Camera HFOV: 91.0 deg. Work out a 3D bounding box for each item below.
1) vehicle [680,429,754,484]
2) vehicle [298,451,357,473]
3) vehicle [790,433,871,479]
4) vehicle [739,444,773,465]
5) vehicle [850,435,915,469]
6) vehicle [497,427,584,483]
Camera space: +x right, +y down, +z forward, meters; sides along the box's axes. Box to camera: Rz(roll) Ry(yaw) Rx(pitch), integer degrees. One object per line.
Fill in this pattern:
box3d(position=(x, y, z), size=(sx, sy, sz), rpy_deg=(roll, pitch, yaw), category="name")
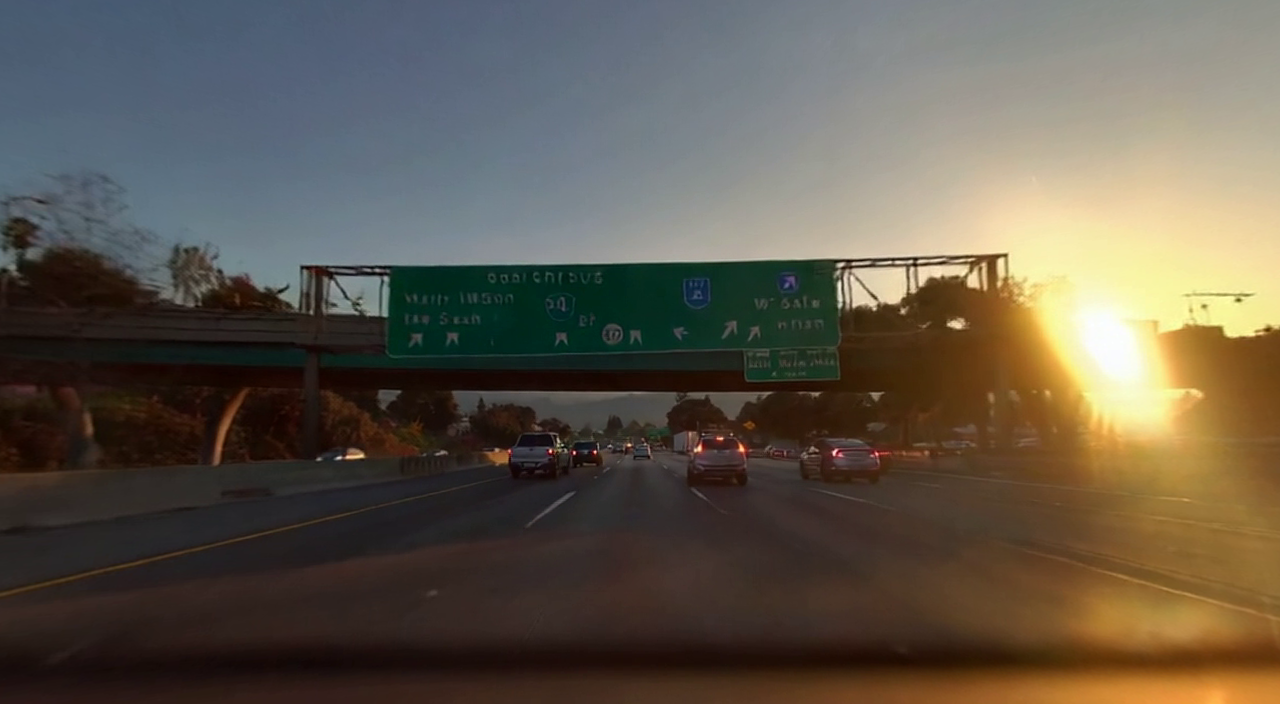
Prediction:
box3d(position=(2.554, 3.589, 21.853), size=(2.181, 1.728, 3.970), rpy_deg=(0, -9, 2), category="vehicle")
box3d(position=(-23.708, 8.345, 47.960), size=(1.968, 1.518, 4.676), rpy_deg=(0, -9, 2), category="vehicle")
box3d(position=(7.602, 4.200, 25.593), size=(2.022, 1.682, 4.226), rpy_deg=(0, -9, 1), category="vehicle")
box3d(position=(8.558, 7.576, 46.784), size=(1.815, 1.479, 3.892), rpy_deg=(0, -9, 1), category="vehicle")
box3d(position=(13.467, 5.577, 35.230), size=(2.010, 1.765, 4.375), rpy_deg=(0, -9, 2), category="vehicle")
box3d(position=(-3.430, 3.687, 22.763), size=(2.199, 1.777, 4.790), rpy_deg=(0, -9, 2), category="vehicle")
